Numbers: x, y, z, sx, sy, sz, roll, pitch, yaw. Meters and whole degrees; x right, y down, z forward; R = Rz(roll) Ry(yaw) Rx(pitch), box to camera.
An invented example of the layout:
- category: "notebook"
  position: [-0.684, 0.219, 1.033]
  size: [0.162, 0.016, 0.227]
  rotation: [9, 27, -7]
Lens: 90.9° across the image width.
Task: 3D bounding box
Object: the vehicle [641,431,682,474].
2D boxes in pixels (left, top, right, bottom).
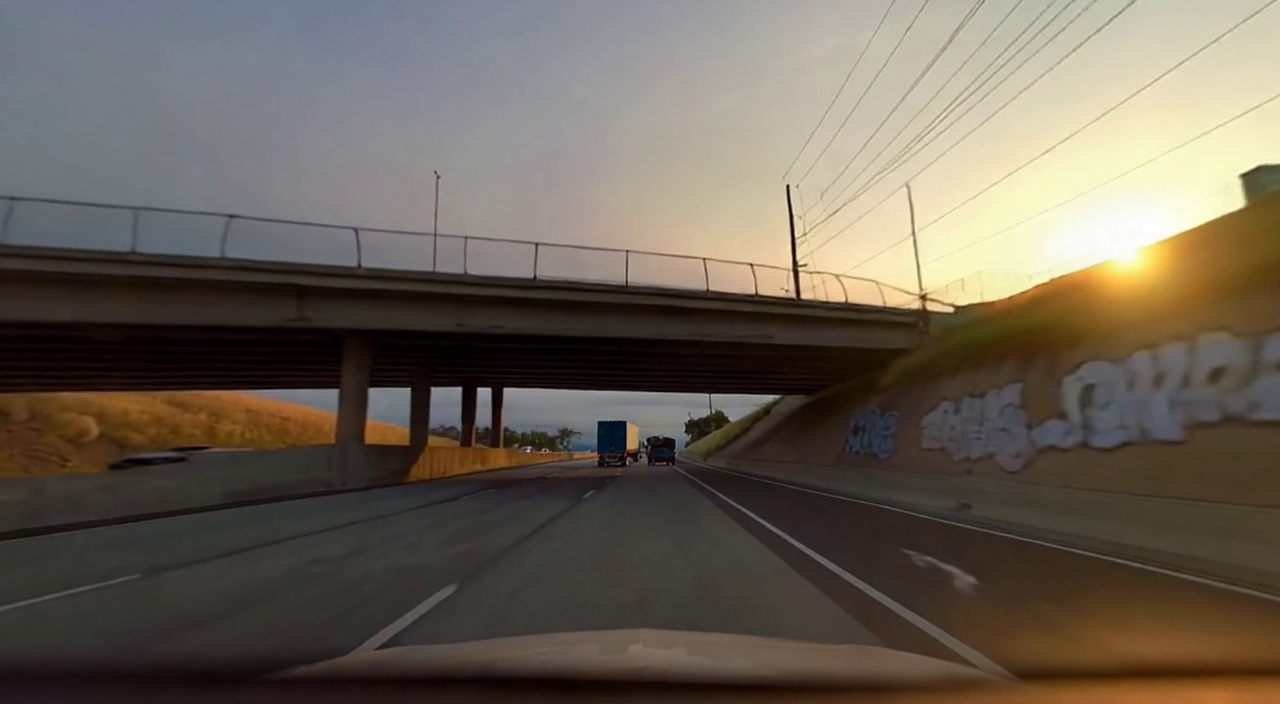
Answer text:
- category: "vehicle"
  position: [1.315, 6.661, 41.932]
  size: [2.462, 2.627, 5.799]
  rotation: [0, -9, -1]
